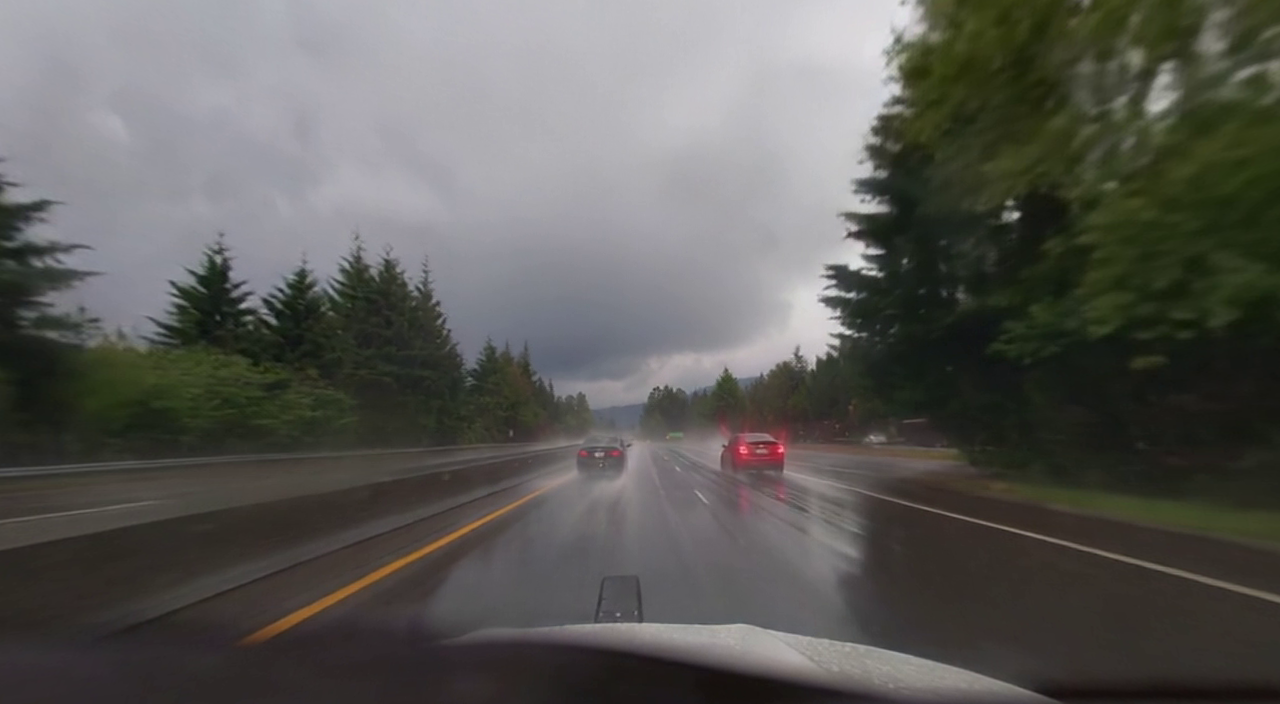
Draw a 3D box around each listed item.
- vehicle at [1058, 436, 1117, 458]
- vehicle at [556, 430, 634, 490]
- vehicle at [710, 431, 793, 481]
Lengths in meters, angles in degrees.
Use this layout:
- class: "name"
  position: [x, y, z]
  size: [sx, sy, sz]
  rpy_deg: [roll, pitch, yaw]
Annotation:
- class: "vehicle"
  position: [30.501, 6.437, 42.931]
  size: [1.735, 1.441, 3.832]
  rpy_deg: [-1, -8, 10]
- class: "vehicle"
  position: [-1.139, 2.946, 17.608]
  size: [1.897, 1.479, 3.724]
  rpy_deg: [0, -8, 0]
- class: "vehicle"
  position: [3.625, 3.441, 21.273]
  size: [2.010, 1.508, 4.285]
  rpy_deg: [0, -8, -1]
